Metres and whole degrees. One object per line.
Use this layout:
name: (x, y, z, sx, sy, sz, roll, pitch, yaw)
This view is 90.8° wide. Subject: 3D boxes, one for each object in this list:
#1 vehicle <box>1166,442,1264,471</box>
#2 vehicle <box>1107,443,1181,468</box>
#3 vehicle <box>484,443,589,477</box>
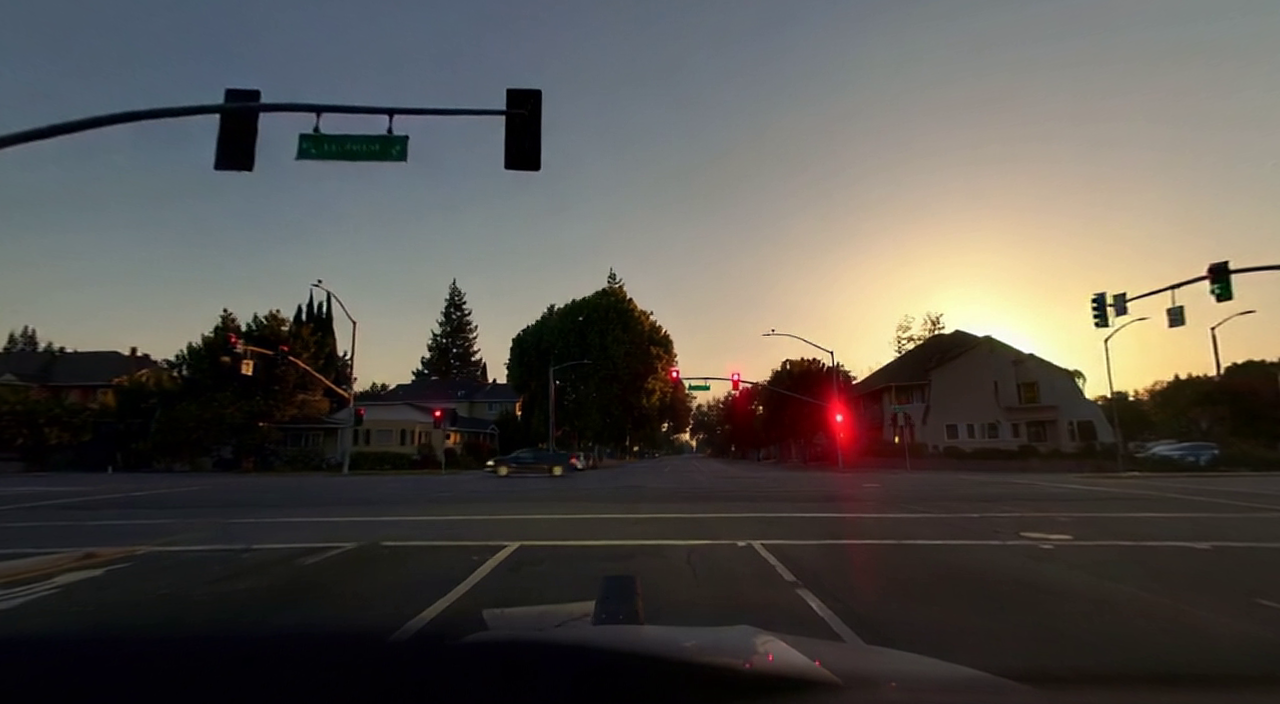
vehicle: (38.287, 6.951, 42.213, 1.915, 1.773, 4.499, 1, -9, -8)
vehicle: (37.572, 7.708, 47.215, 1.853, 1.723, 4.460, 0, -9, 1)
vehicle: (-4.762, 5.039, 29.516, 4.560, 1.463, 1.858, -1, -9, 2)
